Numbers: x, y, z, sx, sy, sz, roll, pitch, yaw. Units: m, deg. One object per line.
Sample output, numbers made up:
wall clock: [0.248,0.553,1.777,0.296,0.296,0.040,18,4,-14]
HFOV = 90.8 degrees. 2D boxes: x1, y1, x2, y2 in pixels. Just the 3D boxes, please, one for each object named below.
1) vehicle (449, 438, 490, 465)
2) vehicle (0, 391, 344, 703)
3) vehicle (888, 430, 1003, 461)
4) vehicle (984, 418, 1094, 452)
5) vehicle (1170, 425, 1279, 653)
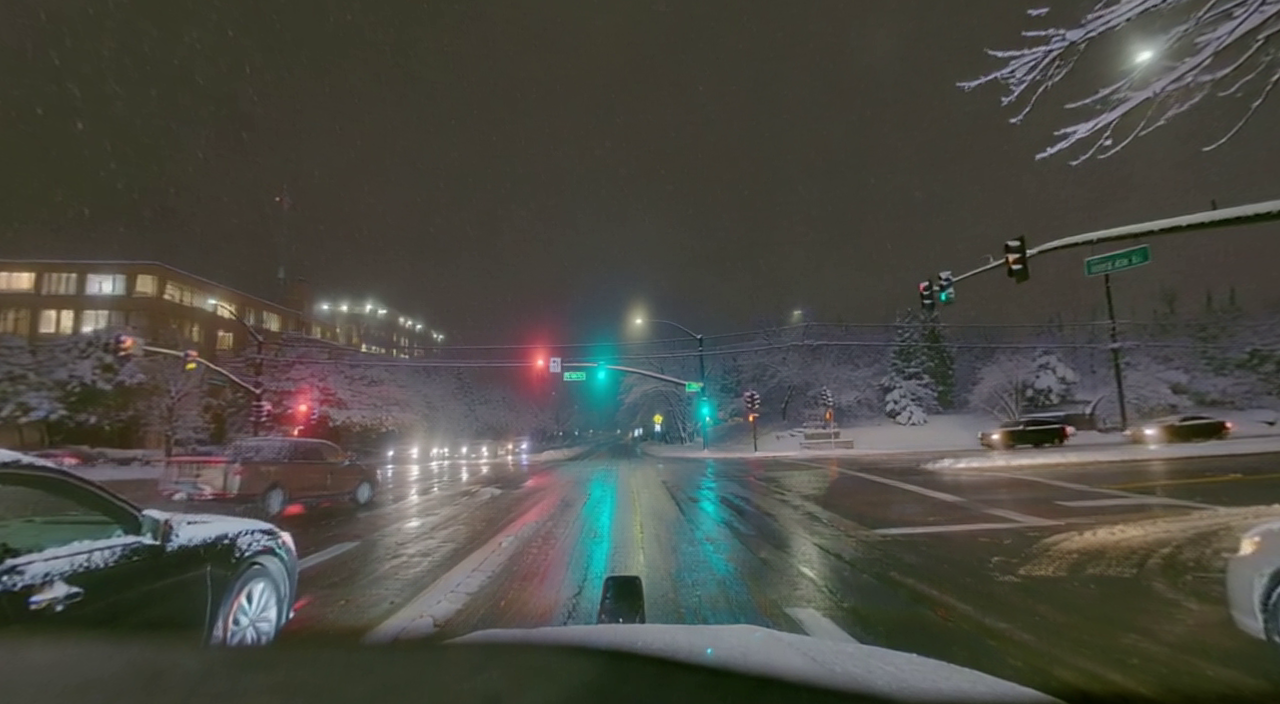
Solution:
vehicle: [-12.792,7.416,47.586,2.051,1.715,4.346,-2,-6,-2]
vehicle: [-3.070,0.892,2.162,1.919,1.478,4.720,0,-8,-1]
vehicle: [15.196,4.675,31.606,4.660,1.495,2.007,0,-8,-2]
vehicle: [22.026,4.606,35.001,4.611,1.797,2.096,0,-8,-2]
vehicle: [4.944,0.980,2.553,1.949,1.449,4.530,-1,-8,5]
